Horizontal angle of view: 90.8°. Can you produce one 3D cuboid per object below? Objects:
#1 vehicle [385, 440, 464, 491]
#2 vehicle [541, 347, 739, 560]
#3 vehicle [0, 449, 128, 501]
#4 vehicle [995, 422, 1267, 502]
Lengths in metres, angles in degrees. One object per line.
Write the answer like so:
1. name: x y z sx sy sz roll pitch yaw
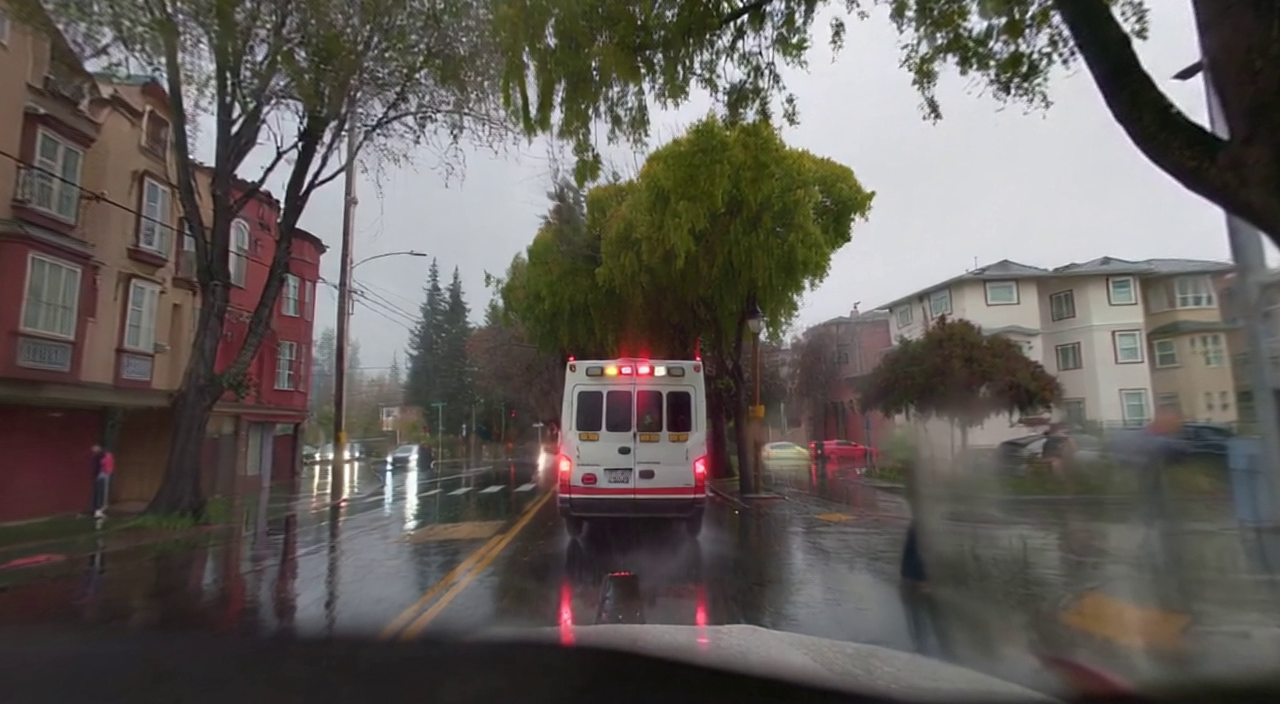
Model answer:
1. vehicle: -8.595 4.384 24.889 2.290 1.776 4.947 4 -9 -25
2. vehicle: 0.001 1.648 10.666 2.444 2.640 5.482 0 -8 0
3. vehicle: -18.813 3.736 19.389 4.412 1.468 1.914 0 -8 -3
4. vehicle: 13.141 2.978 17.382 5.270 1.966 2.329 -2 -9 11
